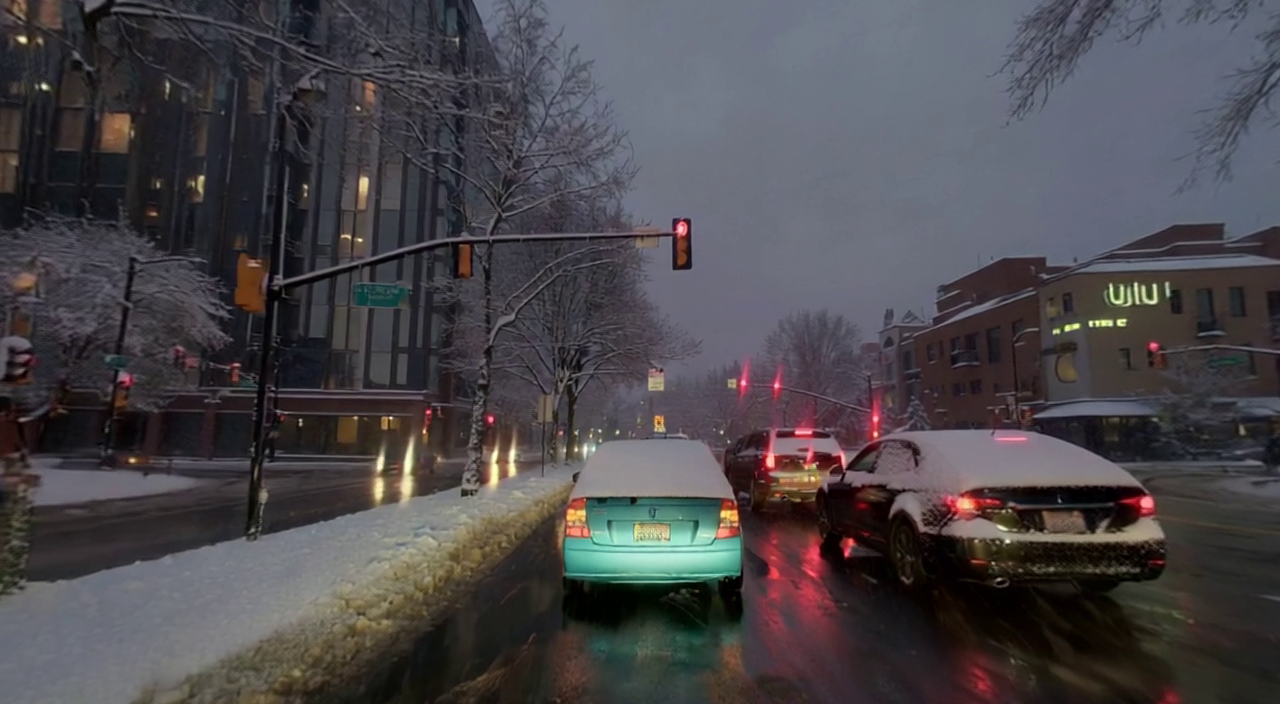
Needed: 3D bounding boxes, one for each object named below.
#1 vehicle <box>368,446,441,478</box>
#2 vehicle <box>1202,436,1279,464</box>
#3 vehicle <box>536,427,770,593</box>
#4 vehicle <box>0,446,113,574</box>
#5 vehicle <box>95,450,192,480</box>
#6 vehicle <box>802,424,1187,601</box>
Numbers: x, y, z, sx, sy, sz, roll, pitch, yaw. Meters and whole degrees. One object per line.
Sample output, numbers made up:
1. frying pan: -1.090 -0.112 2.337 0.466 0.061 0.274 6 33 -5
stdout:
1. vehicle: -11.764 5.500 31.844 1.922 1.466 4.422 0 -9 1
2. vehicle: 35.225 5.582 36.142 4.190 1.535 1.998 0 -9 -1
3. vehicle: 0.094 1.726 7.733 2.087 1.468 4.014 0 -9 -1
4. vehicle: -8.468 1.706 6.495 2.090 1.475 4.616 0 -9 1
5. vehicle: -26.686 6.062 34.051 3.657 1.528 1.783 1 -9 -3
6. vehicle: 3.629 1.724 7.737 2.018 1.491 4.544 0 -9 -1
